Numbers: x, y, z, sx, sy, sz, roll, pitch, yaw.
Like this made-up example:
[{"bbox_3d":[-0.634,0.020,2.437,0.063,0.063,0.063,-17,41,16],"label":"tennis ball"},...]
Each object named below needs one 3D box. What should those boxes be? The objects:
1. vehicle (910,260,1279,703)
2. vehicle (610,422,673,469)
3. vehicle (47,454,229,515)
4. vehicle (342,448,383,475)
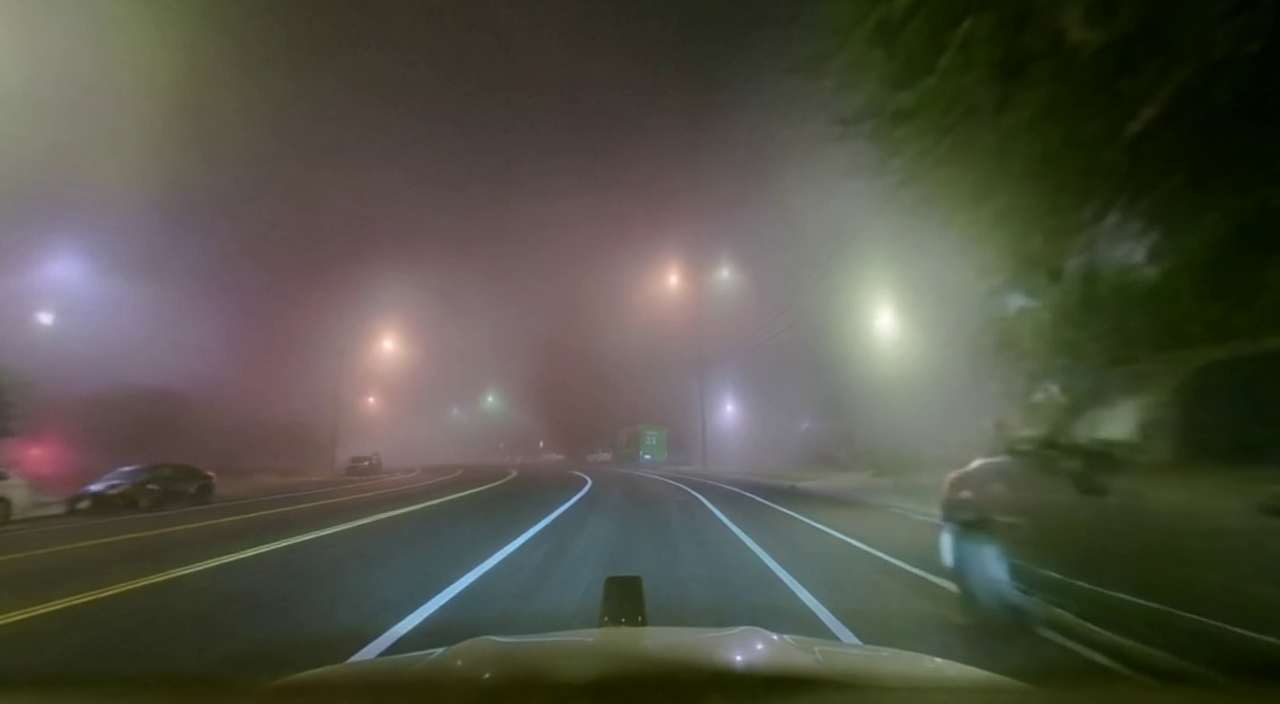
[{"bbox_3d":[4.067,0.738,3.036,2.505,2.192,6.181,0,-9,-3],"label":"vehicle"},{"bbox_3d":[-0.076,7.228,48.711,2.918,3.319,7.595,2,-9,-15],"label":"vehicle"},{"bbox_3d":[-15.027,3.941,19.215,1.934,1.480,4.510,-2,-8,-1],"label":"vehicle"},{"bbox_3d":[-19.617,7.724,44.474,1.976,1.797,4.249,2,-9,-15],"label":"vehicle"}]
